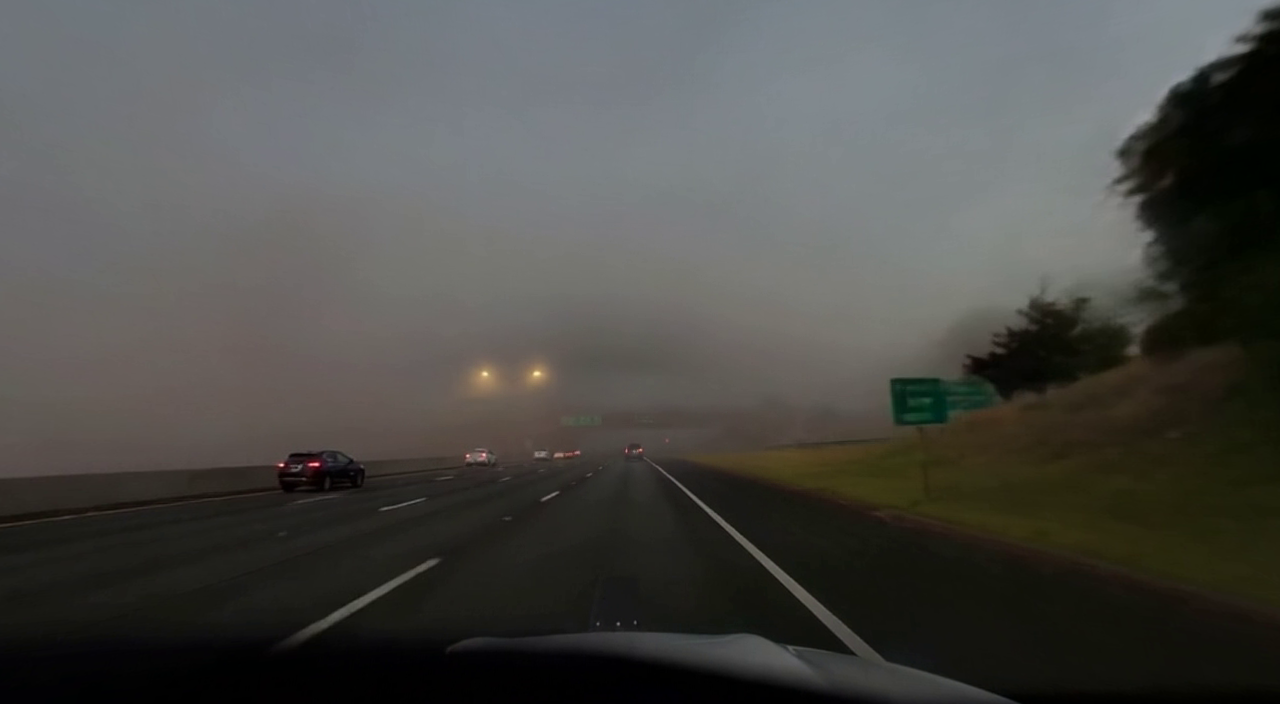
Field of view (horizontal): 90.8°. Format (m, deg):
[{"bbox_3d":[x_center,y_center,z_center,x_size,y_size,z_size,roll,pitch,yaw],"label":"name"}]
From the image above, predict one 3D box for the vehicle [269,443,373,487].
[{"bbox_3d":[-14.503,5.138,29.137,2.049,1.792,5.177,0,-9,0],"label":"vehicle"}]
